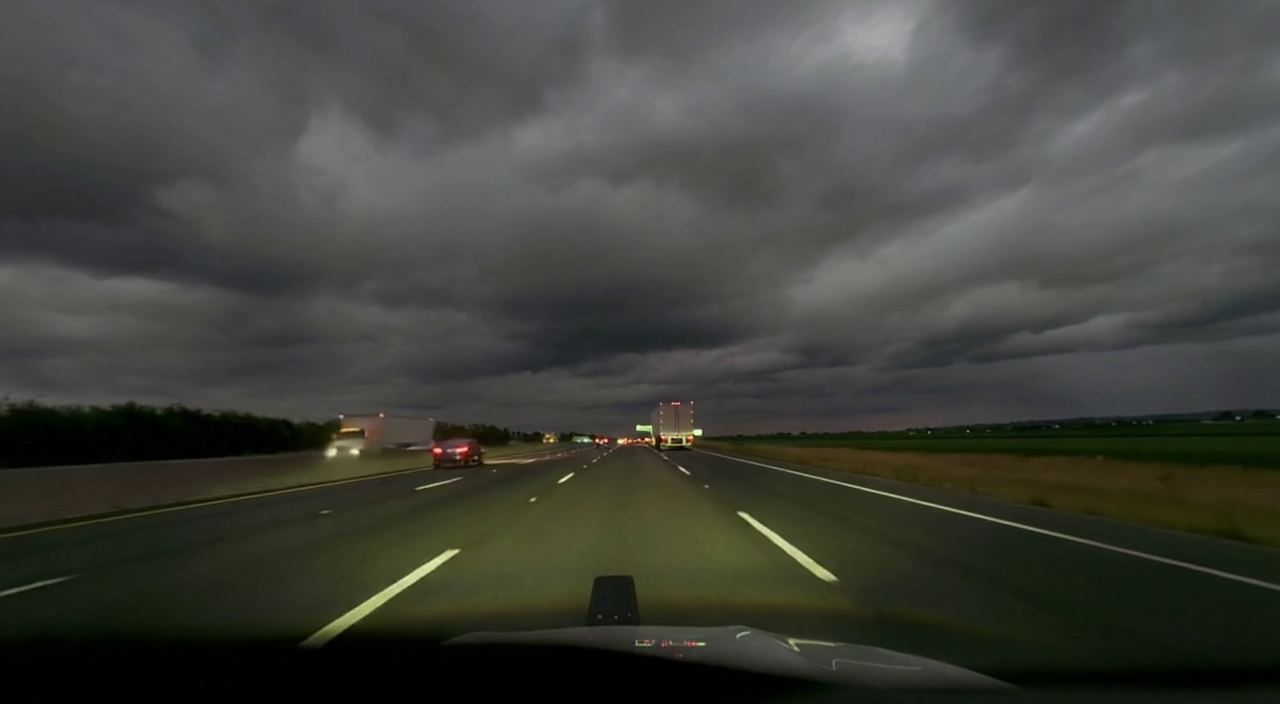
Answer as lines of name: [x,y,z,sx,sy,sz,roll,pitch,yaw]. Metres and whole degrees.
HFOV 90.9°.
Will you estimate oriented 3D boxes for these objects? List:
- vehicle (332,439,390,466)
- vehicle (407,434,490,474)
vehicle: [-15.931,5.739,36.190,1.719,1.415,3.545,0,-8,-1]
vehicle: [-7.483,4.002,25.127,2.018,1.454,4.290,0,-8,-1]
